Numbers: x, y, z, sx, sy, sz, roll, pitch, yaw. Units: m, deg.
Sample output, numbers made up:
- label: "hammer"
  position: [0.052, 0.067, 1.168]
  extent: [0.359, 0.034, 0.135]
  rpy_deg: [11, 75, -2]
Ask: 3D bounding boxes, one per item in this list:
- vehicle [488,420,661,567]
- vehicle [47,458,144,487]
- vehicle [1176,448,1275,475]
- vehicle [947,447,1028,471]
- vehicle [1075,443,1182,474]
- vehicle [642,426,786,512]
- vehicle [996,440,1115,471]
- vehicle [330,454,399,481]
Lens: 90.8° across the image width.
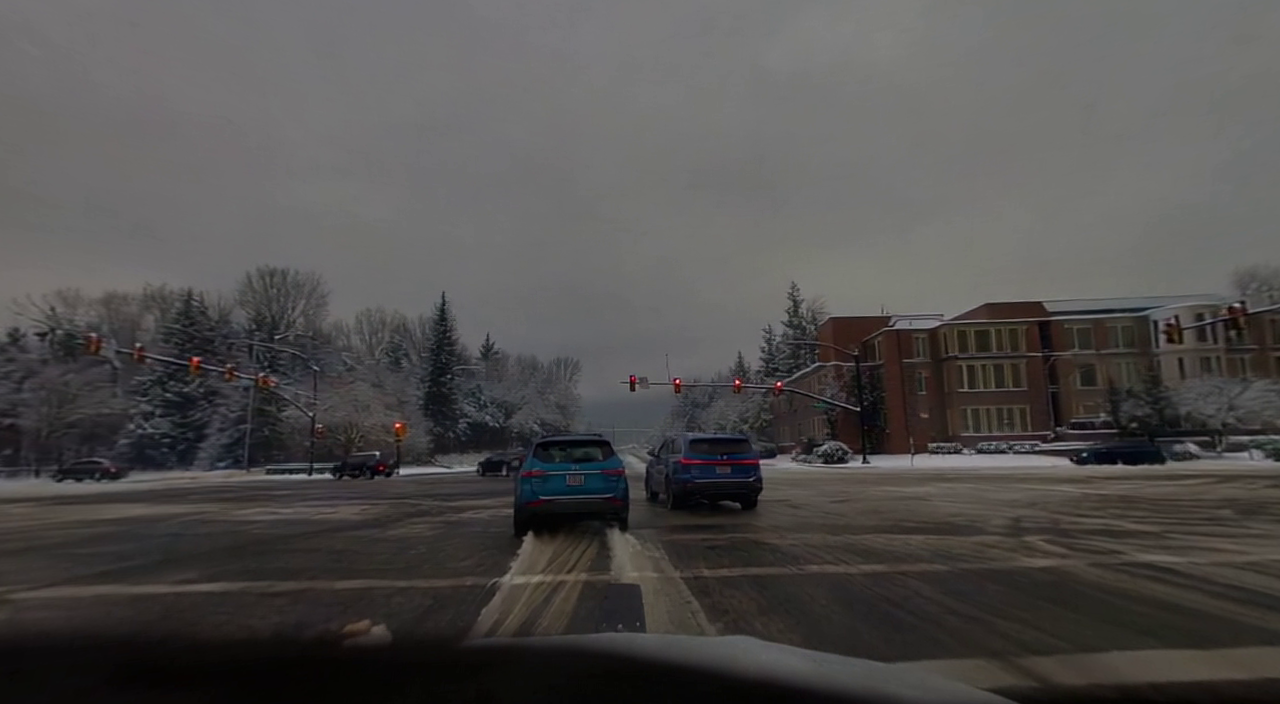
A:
- label: "vehicle"
  position: [-1.043, 1.979, 9.624]
  extent: [2.039, 1.698, 4.144]
  rpy_deg: [1, -9, -8]
- label: "vehicle"
  position: [-33.946, 7.484, 39.411]
  extent: [4.318, 1.712, 2.188]
  rpy_deg: [-2, -9, 10]
- label: "vehicle"
  position: [35.951, 6.714, 38.850]
  extent: [4.446, 1.530, 1.728]
  rpy_deg: [0, -7, -2]
- label: "vehicle"
  position: [25.051, 7.697, 45.601]
  extent: [4.587, 1.634, 2.078]
  rpy_deg: [0, -9, 0]
- label: "vehicle"
  position: [27.524, 6.005, 35.697]
  extent: [4.322, 1.595, 1.752]
  rpy_deg: [-3, -9, 9]
- label: "vehicle"
  position: [1.617, 2.821, 15.766]
  extent: [2.228, 1.798, 4.370]
  rpy_deg: [2, -9, -12]
- label: "vehicle"
  position: [26.060, 6.511, 39.801]
  extent: [5.895, 1.921, 2.150]
  rpy_deg: [0, -9, 1]
- label: "vehicle"
  position: [-17.614, 7.378, 40.441]
  extent: [3.771, 1.593, 1.789]
  rpy_deg: [-3, -9, 20]
